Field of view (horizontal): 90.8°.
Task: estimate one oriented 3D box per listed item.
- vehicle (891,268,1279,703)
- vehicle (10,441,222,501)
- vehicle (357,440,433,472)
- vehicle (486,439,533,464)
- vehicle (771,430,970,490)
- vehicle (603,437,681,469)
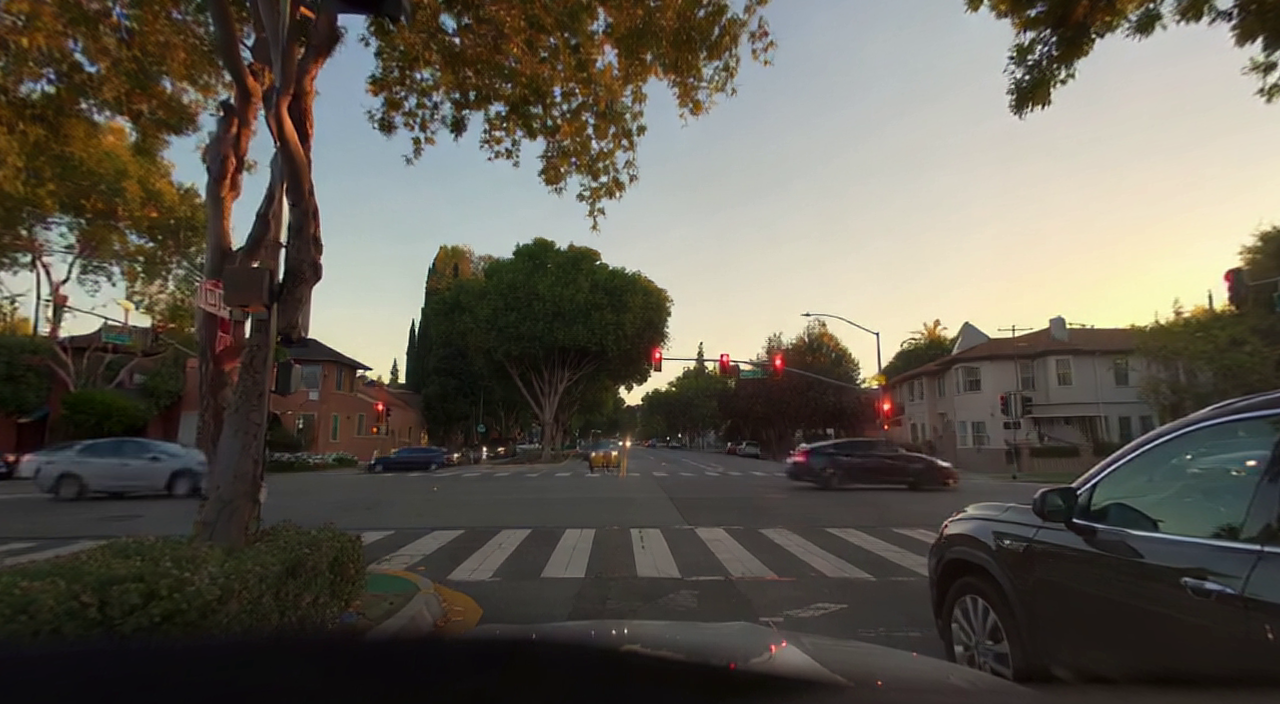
[{"bbox_3d":[2.718,0.705,1.731,2.085,1.800,4.908,0,-9,1],"label":"vehicle"},{"bbox_3d":[-13.710,3.106,16.735,3.894,1.487,1.863,0,-8,-1],"label":"vehicle"},{"bbox_3d":[-14.670,6.266,38.175,2.065,1.775,4.667,-2,-9,10],"label":"vehicle"},{"bbox_3d":[-8.933,6.864,43.673,2.028,1.654,5.027,0,-9,1],"label":"vehicle"},{"bbox_3d":[7.057,3.366,19.792,5.403,1.759,2.040,0,-8,0],"label":"vehicle"},{"bbox_3d":[0.204,5.506,34.560,2.130,1.633,4.532,-5,-10,32],"label":"vehicle"}]
